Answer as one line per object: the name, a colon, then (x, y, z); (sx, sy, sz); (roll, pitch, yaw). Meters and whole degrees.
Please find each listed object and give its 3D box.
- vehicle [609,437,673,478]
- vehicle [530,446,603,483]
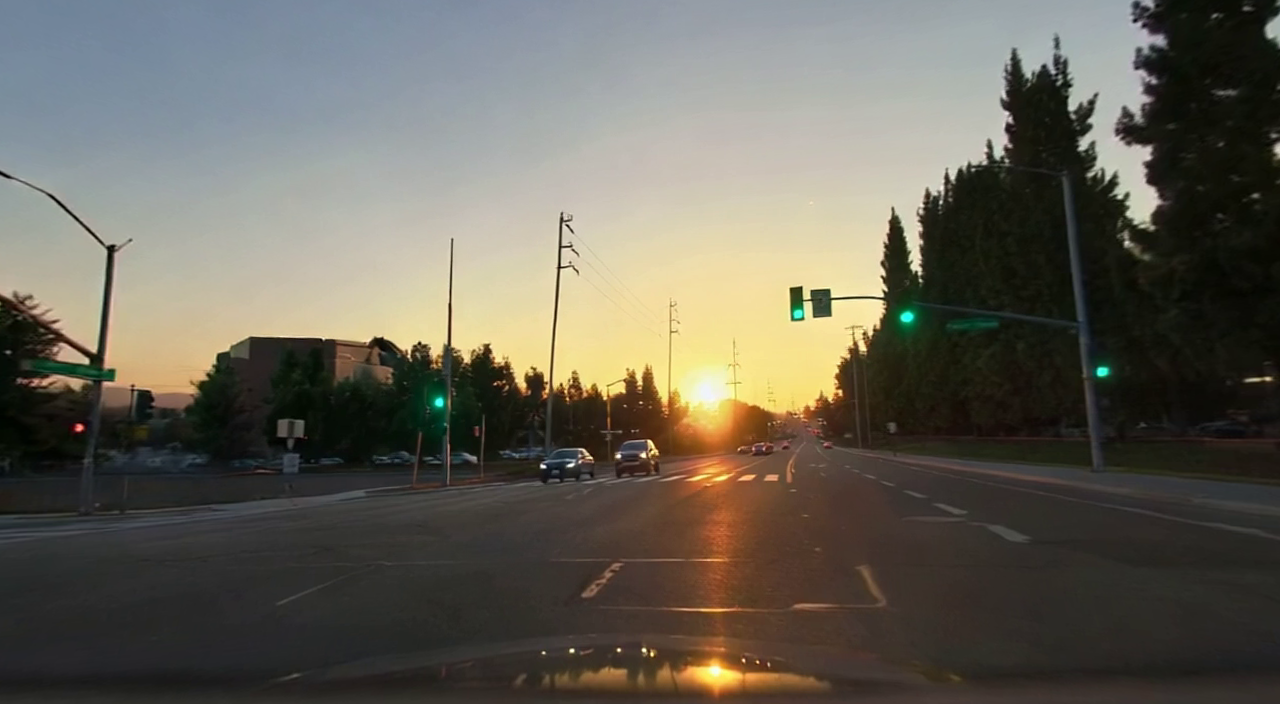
vehicle: (0.158, 4.760, 28.535); (2.090, 1.697, 4.341); (-2, -9, 11)
vehicle: (-3.161, 4.970, 28.020); (2.029, 1.504, 4.293); (-2, -9, 11)
